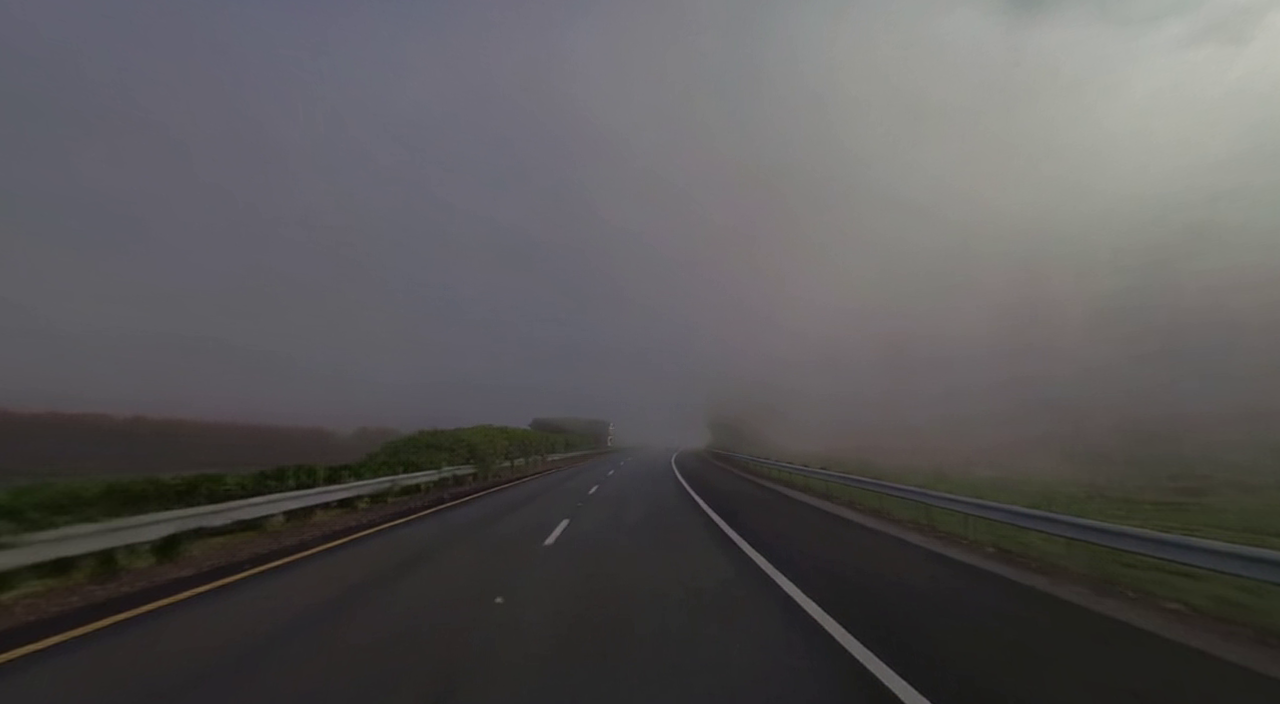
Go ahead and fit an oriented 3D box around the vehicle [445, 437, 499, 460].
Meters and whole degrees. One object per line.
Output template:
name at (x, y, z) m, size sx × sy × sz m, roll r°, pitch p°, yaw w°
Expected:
vehicle at (-12.134, 6.972, 45.762) m, size 2.141 × 1.612 × 3.998 m, roll -2°, pitch -8°, yaw 13°
